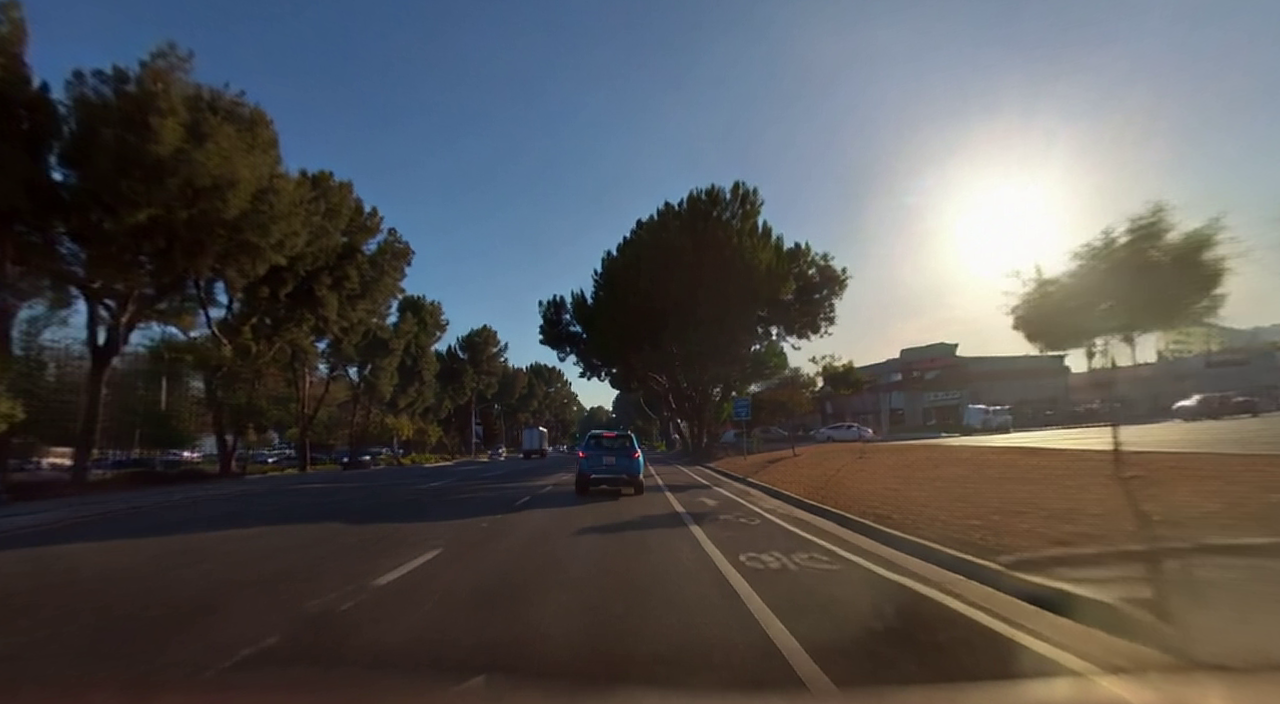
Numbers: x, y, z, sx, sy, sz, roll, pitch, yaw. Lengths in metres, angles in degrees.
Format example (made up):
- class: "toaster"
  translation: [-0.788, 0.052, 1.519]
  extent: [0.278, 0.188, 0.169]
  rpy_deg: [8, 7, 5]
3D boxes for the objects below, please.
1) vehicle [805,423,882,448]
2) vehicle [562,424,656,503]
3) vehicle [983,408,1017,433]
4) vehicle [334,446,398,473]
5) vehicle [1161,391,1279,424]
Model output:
- class: "vehicle"
  translation: [12.653, 5.239, 39.472]
  extent: [4.204, 1.486, 1.781]
  rpy_deg: [1, -8, -1]
- class: "vehicle"
  translation: [-0.733, 2.836, 16.437]
  extent: [2.131, 1.761, 4.242]
  rpy_deg: [0, -8, -1]
- class: "vehicle"
  translation: [26.348, 5.080, 46.345]
  extent: [1.895, 1.576, 4.434]
  rpy_deg: [-5, -10, 27]
- class: "vehicle"
  translation: [-17.475, 6.853, 40.587]
  extent: [1.978, 1.620, 4.642]
  rpy_deg: [0, -8, 0]
- class: "vehicle"
  translation: [32.682, 3.192, 35.705]
  extent: [1.851, 1.595, 4.463]
  rpy_deg: [5, -10, -28]
